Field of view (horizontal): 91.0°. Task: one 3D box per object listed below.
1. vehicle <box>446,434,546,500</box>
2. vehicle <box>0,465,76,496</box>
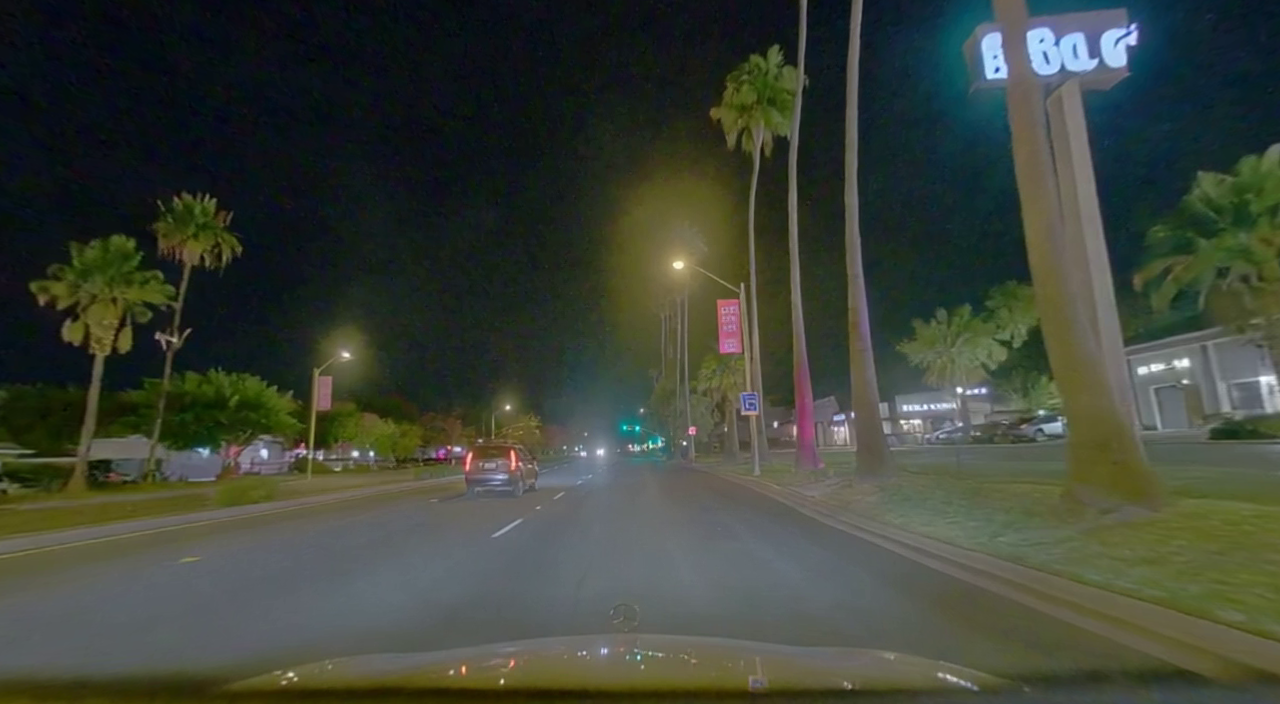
[{"bbox_3d":[-4.375,3.570,19.904,2.136,1.844,4.363,0,-9,0],"label":"vehicle"},{"bbox_3d":[-34.496,7.124,35.134,1.856,1.442,4.494,0,-8,-1],"label":"vehicle"}]
